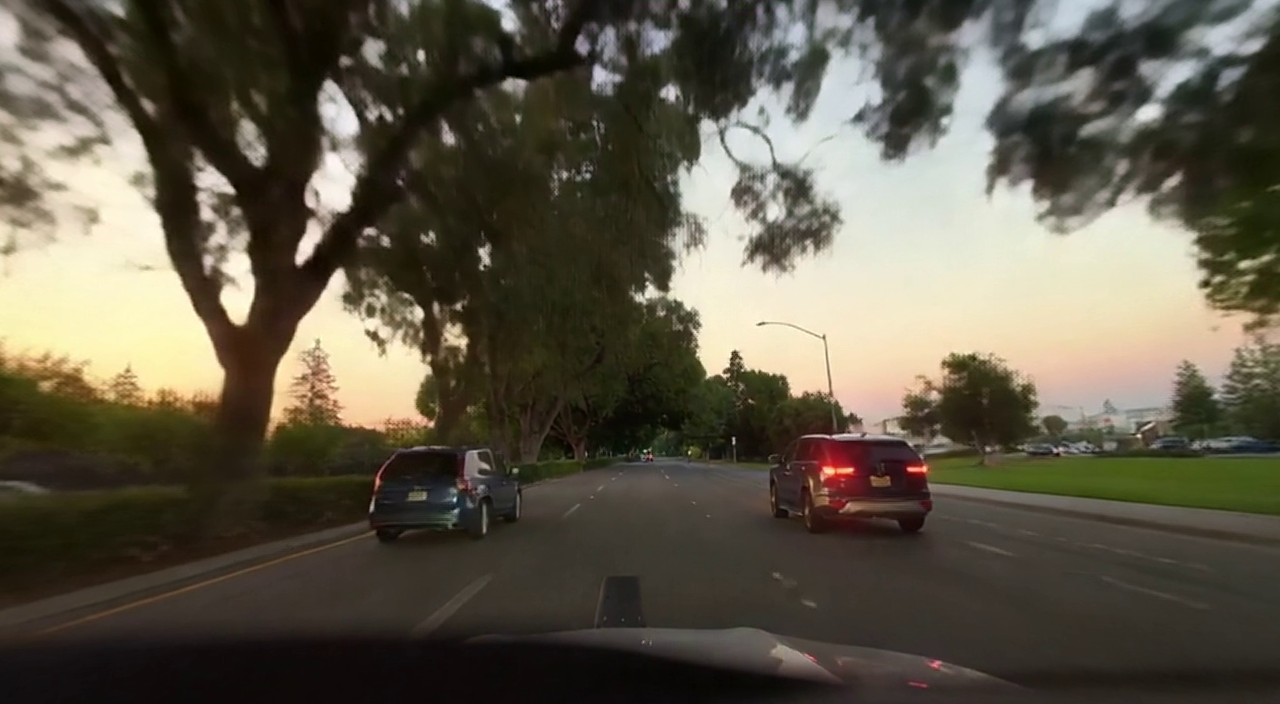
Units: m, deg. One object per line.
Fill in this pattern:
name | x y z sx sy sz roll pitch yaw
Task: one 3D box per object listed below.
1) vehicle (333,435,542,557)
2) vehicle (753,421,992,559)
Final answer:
vehicle | -3.105 2.307 10.763 2.025 1.635 4.293 0 -9 1
vehicle | 3.468 2.184 10.696 2.087 1.759 5.040 0 -9 -1
